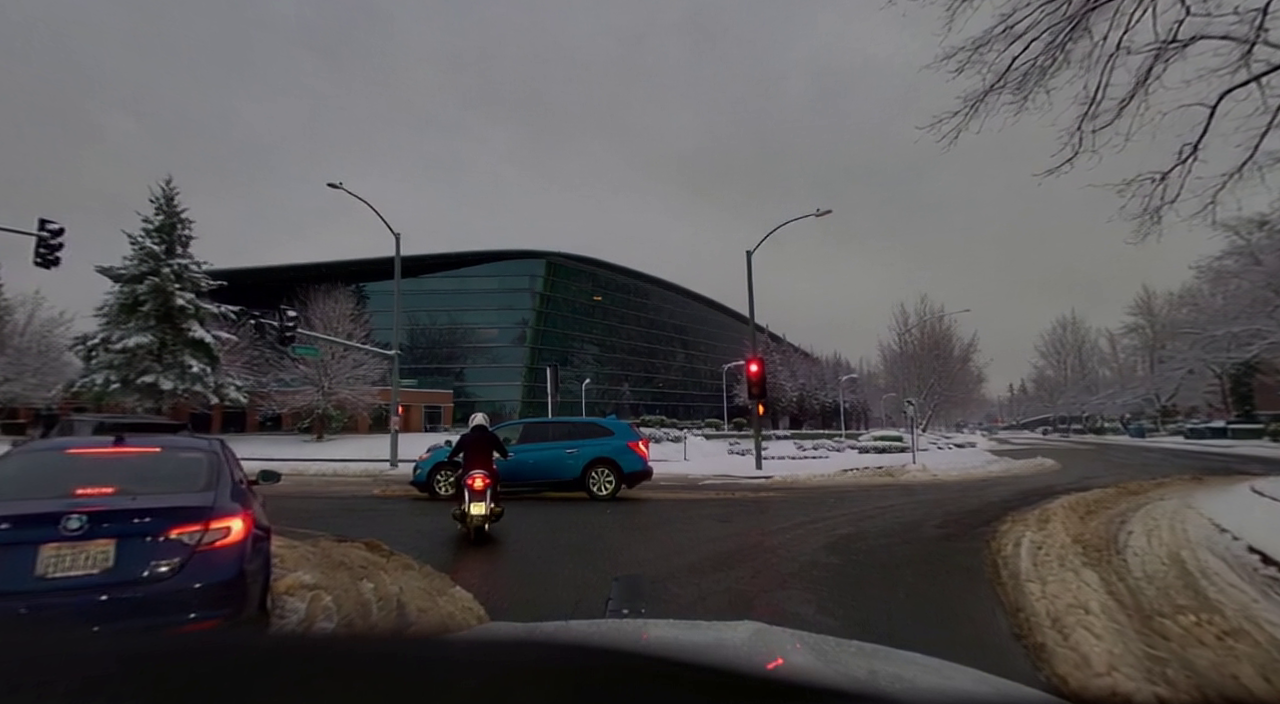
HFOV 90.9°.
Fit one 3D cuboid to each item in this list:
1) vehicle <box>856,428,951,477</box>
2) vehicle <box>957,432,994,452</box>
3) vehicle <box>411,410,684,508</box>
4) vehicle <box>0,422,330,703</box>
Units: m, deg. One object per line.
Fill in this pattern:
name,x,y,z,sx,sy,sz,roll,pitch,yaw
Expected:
vehicle,10.205,3.815,24.213,2.084,1.656,4.583,-7,-11,38
vehicle,26.170,7.044,49.126,2.087,1.475,4.278,-6,-10,32
vehicle,-2.136,2.421,14.690,5.833,1.960,2.341,2,-9,-16
vehicle,-4.080,1.372,5.157,2.009,1.450,4.182,6,-10,-35
